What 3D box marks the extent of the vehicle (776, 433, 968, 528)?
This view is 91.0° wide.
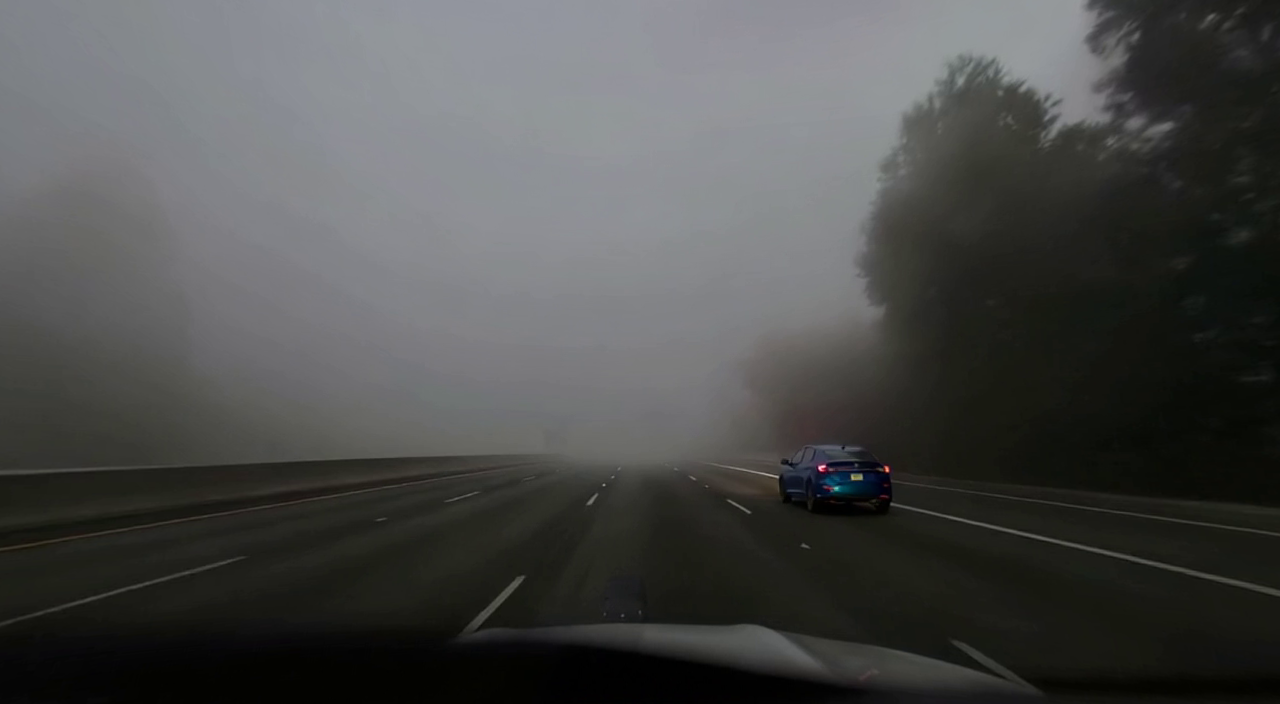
[{"bbox_3d":[4.185,2.393,12.290,2.033,1.501,4.398,0,-9,0],"label":"vehicle"}]
